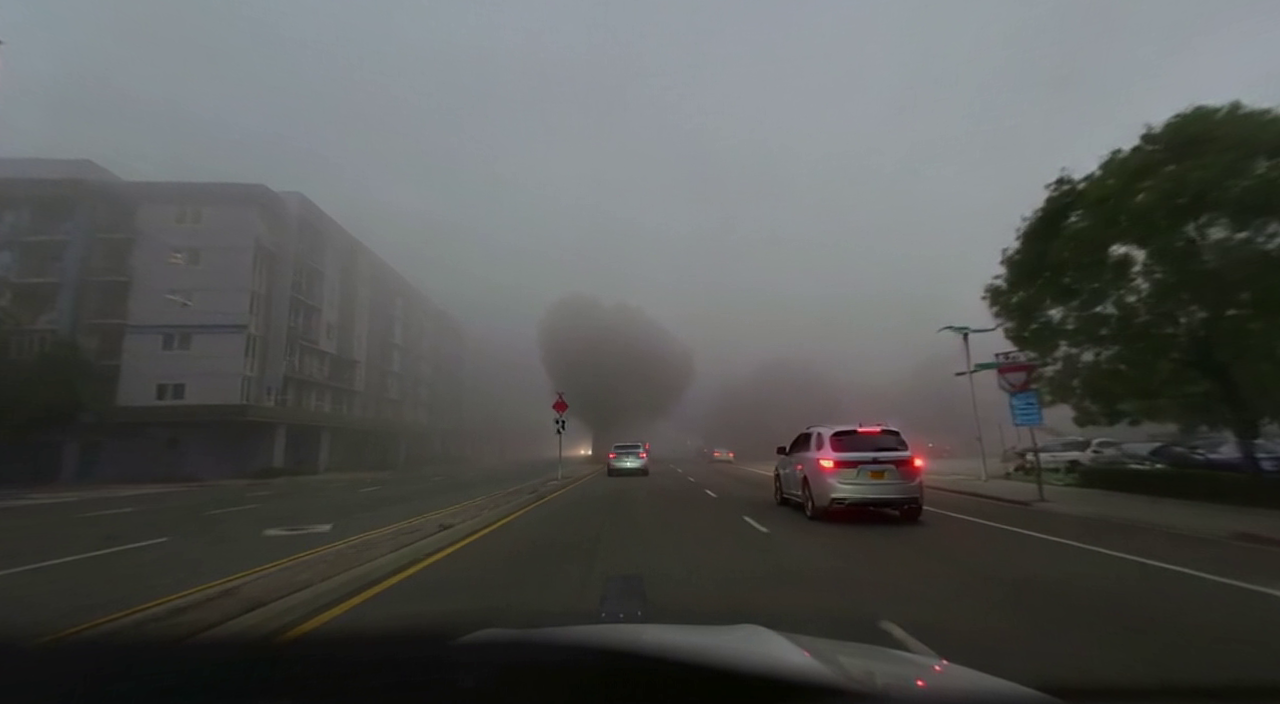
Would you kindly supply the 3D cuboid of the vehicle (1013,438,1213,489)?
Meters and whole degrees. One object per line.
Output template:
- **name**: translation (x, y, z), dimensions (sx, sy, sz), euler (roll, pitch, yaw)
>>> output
- **vehicle**: translation (14.551, 3.426, 19.640), dimensions (4.607, 1.466, 2.053), euler (0, -9, -3)

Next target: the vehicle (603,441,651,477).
- **vehicle**: translation (-0.530, 4.728, 28.178), dimensions (2.006, 1.487, 3.535), euler (0, -9, 1)

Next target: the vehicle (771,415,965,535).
- **vehicle**: translation (3.744, 2.099, 11.289), dimensions (1.949, 1.723, 4.020), euler (0, -9, 0)
